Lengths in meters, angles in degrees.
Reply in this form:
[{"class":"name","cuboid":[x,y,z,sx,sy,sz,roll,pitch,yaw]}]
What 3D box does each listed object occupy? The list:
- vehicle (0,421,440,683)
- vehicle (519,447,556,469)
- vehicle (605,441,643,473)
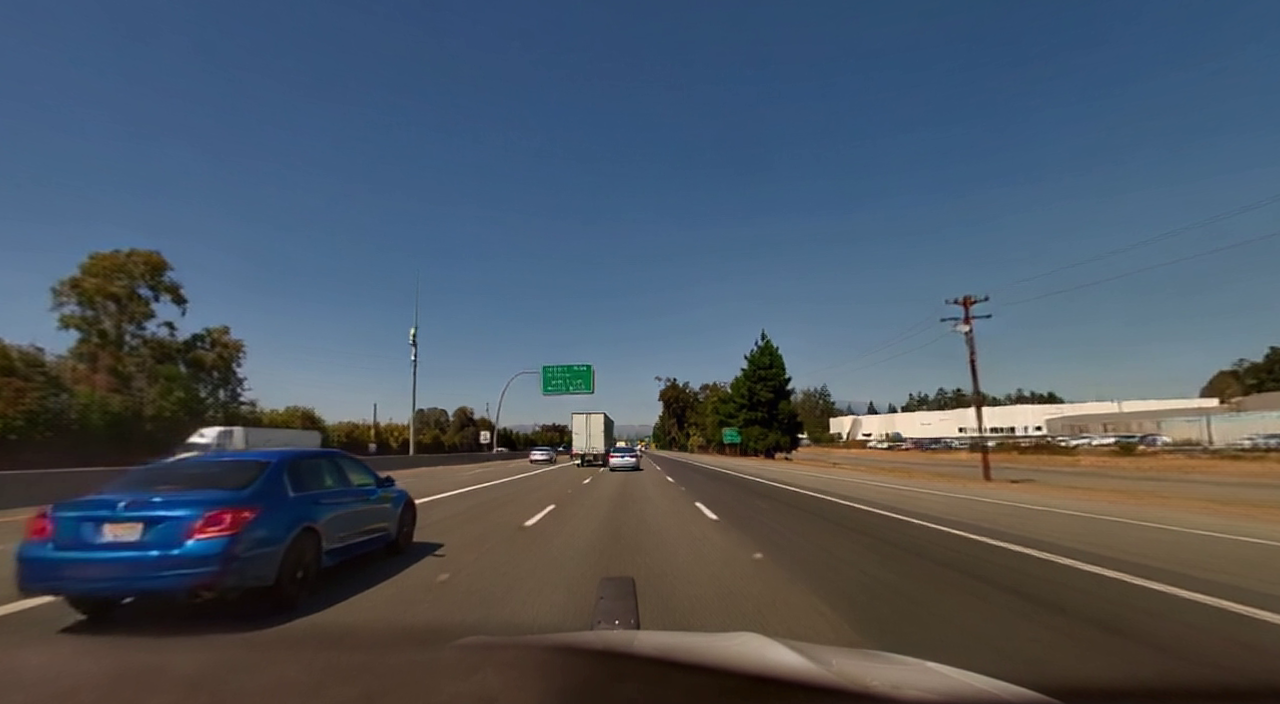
[{"class":"vehicle","cuboid":[-3.601,1.504,5.947,1.997,1.507,4.391,0,-9,0]},{"class":"vehicle","cuboid":[-7.475,7.770,46.561,2.026,1.477,4.467,0,-9,0]},{"class":"vehicle","cuboid":[-0.864,5.908,35.741,2.033,1.669,4.112,0,-9,0]}]
